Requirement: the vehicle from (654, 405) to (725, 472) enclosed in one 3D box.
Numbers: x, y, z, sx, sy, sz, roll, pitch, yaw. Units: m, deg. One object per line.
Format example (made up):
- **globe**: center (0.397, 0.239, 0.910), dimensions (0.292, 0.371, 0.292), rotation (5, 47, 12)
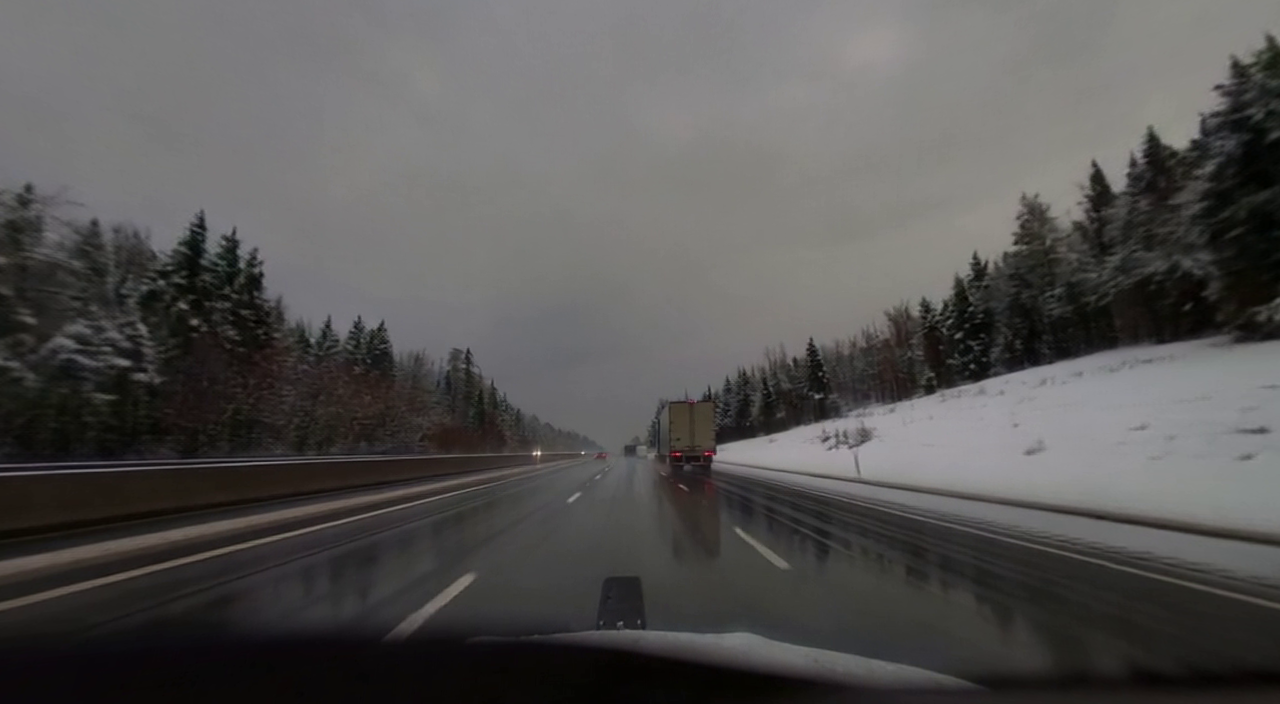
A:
- **vehicle**: center (3.366, 6.864, 48.849), dimensions (3.532, 4.201, 17.611), rotation (0, -9, -2)
